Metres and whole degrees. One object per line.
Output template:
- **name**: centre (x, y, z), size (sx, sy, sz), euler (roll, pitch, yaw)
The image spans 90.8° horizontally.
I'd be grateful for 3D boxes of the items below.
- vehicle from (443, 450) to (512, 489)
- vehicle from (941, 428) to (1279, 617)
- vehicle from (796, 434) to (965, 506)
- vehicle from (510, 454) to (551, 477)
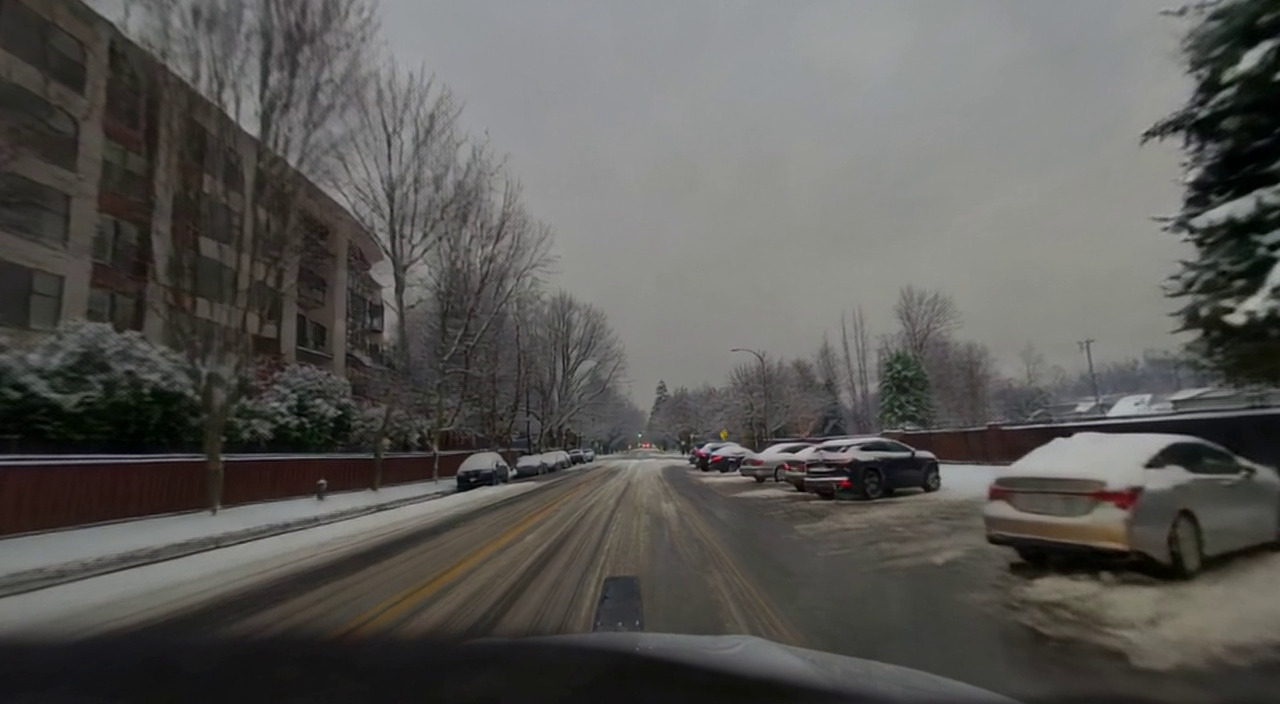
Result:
- **vehicle**: centre (-7.823, 5.676, 30.851), size (2.172, 1.707, 4.273), euler (0, -8, 1)
- **vehicle**: centre (5.508, 1.633, 6.941), size (3.752, 1.494, 2.083), euler (4, -10, -29)
- **vehicle**: centre (6.396, 3.049, 16.801), size (3.954, 1.666, 2.213), euler (5, -10, -33)
- **vehicle**: centre (-7.807, 8.116, 45.329), size (1.911, 1.497, 4.738), euler (-1, -8, 2)
